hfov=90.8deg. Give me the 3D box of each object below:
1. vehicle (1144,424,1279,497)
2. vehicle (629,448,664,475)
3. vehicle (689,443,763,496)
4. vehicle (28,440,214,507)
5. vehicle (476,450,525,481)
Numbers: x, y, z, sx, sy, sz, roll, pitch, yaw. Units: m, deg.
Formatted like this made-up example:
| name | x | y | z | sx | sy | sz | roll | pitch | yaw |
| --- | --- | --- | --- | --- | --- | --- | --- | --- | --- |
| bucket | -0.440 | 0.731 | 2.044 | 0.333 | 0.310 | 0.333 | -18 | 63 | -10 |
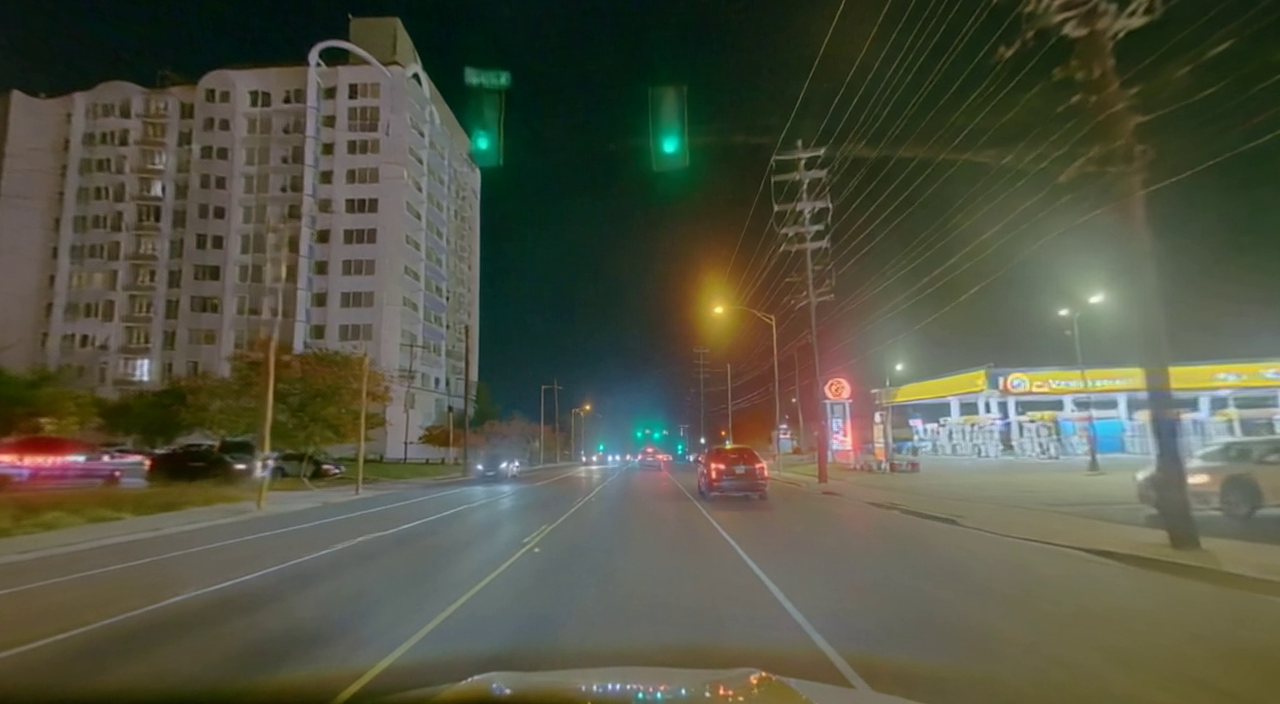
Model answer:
| name | x | y | z | sx | sy | sz | roll | pitch | yaw |
| --- | --- | --- | --- | --- | --- | --- | --- | --- | --- |
| vehicle | 14.141 | 2.387 | 14.062 | 1.846 | 1.480 | 4.649 | 0 | -8 | -2 |
| vehicle | 0.425 | 6.658 | 38.637 | 1.999 | 1.487 | 3.939 | 0 | -8 | 1 |
| vehicle | 2.864 | 3.996 | 21.982 | 1.945 | 1.647 | 4.160 | 0 | -8 | -1 |
| vehicle | -17.587 | 4.110 | 21.576 | 4.592 | 1.852 | 2.241 | -3 | -5 | 5 |
| vehicle | -8.718 | 7.090 | 39.842 | 2.000 | 1.796 | 4.529 | 0 | -8 | 1 |
